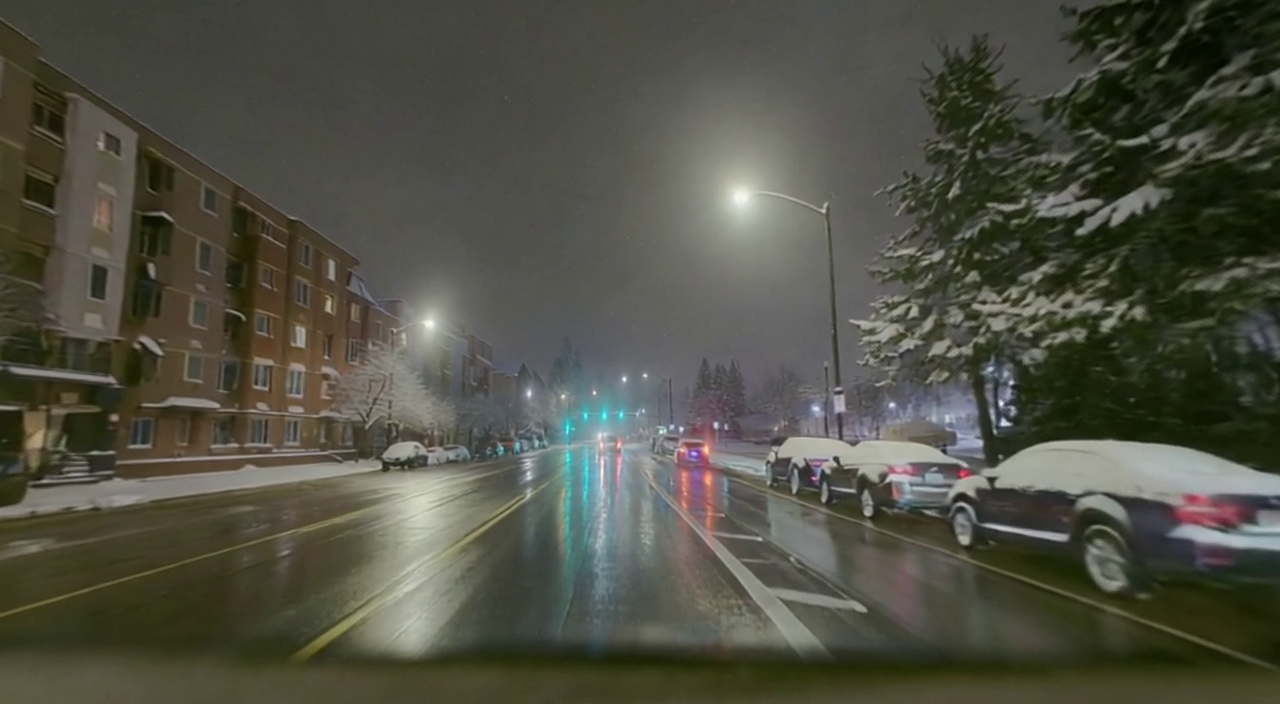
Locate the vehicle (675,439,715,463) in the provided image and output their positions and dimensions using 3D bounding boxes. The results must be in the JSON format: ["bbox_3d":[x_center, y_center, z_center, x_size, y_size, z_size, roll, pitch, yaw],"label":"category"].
[{"bbox_3d":[3.546,6.483,41.657,2.085,1.466,4.276,0,-8,-3],"label":"vehicle"}]

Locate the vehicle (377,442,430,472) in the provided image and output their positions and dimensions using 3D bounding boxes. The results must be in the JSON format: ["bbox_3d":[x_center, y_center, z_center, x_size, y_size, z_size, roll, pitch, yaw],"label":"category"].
[{"bbox_3d":[-14.400,6.367,38.705,1.908,1.694,4.306,1,-8,-5],"label":"vehicle"}]

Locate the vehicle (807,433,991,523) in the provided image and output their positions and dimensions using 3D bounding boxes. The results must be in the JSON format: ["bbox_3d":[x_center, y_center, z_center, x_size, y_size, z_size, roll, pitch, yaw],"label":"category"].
[{"bbox_3d":[4.866,2.390,12.616,1.797,1.486,4.154,0,-8,-2],"label":"vehicle"}]

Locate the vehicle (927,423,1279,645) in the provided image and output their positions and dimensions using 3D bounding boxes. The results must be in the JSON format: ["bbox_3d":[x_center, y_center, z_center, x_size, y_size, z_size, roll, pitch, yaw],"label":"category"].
[{"bbox_3d":[5.122,1.574,6.674,2.049,1.507,4.585,0,-8,0],"label":"vehicle"}]
